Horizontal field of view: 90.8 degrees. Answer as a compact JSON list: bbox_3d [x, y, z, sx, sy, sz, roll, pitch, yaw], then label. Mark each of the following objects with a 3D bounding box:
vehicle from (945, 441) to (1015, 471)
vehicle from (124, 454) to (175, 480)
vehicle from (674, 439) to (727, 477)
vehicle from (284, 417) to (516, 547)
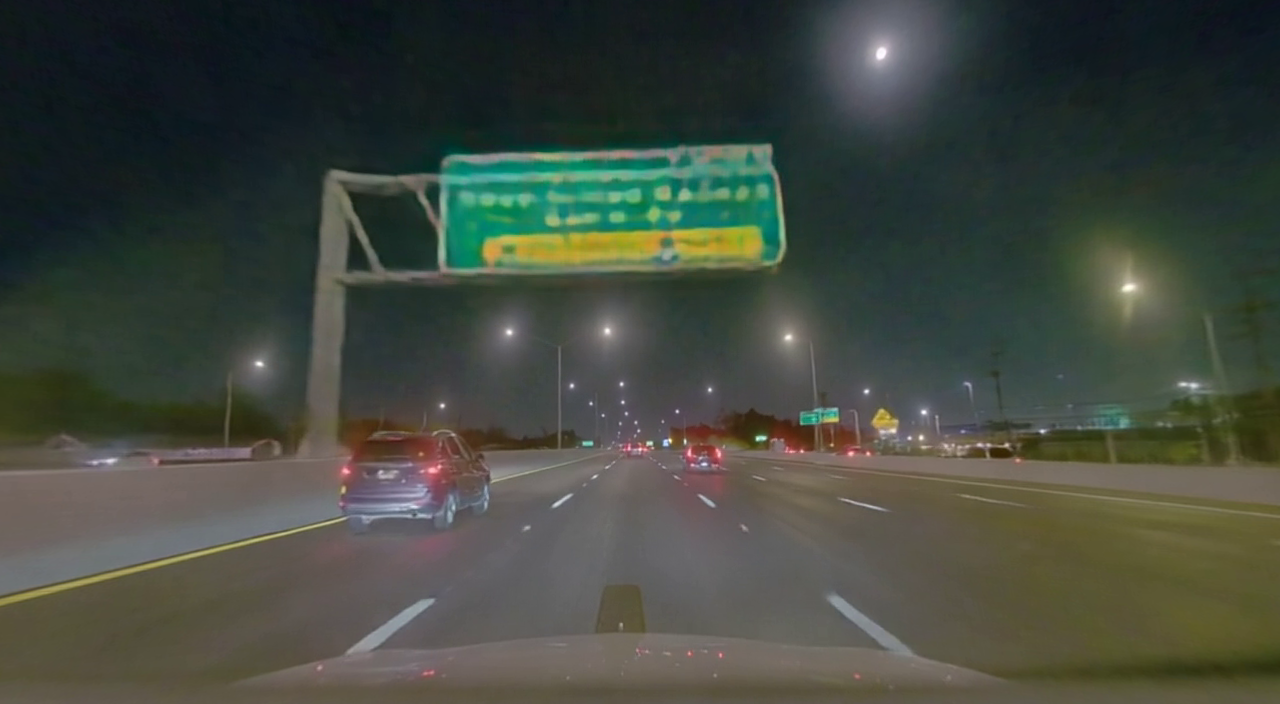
[{"bbox_3d":[21.986,6.731,41.085,2.070,1.782,5.006,-1,-9,4],"label":"vehicle"},{"bbox_3d":[-37.728,8.819,48.627,1.785,1.903,2.419,-2,-8,7],"label":"vehicle"},{"bbox_3d":[2.785,4.990,30.040,1.997,1.638,4.281,0,-9,-1],"label":"vehicle"},{"bbox_3d":[-3.626,2.064,10.688,2.099,1.682,4.590,0,-9,0],"label":"vehicle"}]
